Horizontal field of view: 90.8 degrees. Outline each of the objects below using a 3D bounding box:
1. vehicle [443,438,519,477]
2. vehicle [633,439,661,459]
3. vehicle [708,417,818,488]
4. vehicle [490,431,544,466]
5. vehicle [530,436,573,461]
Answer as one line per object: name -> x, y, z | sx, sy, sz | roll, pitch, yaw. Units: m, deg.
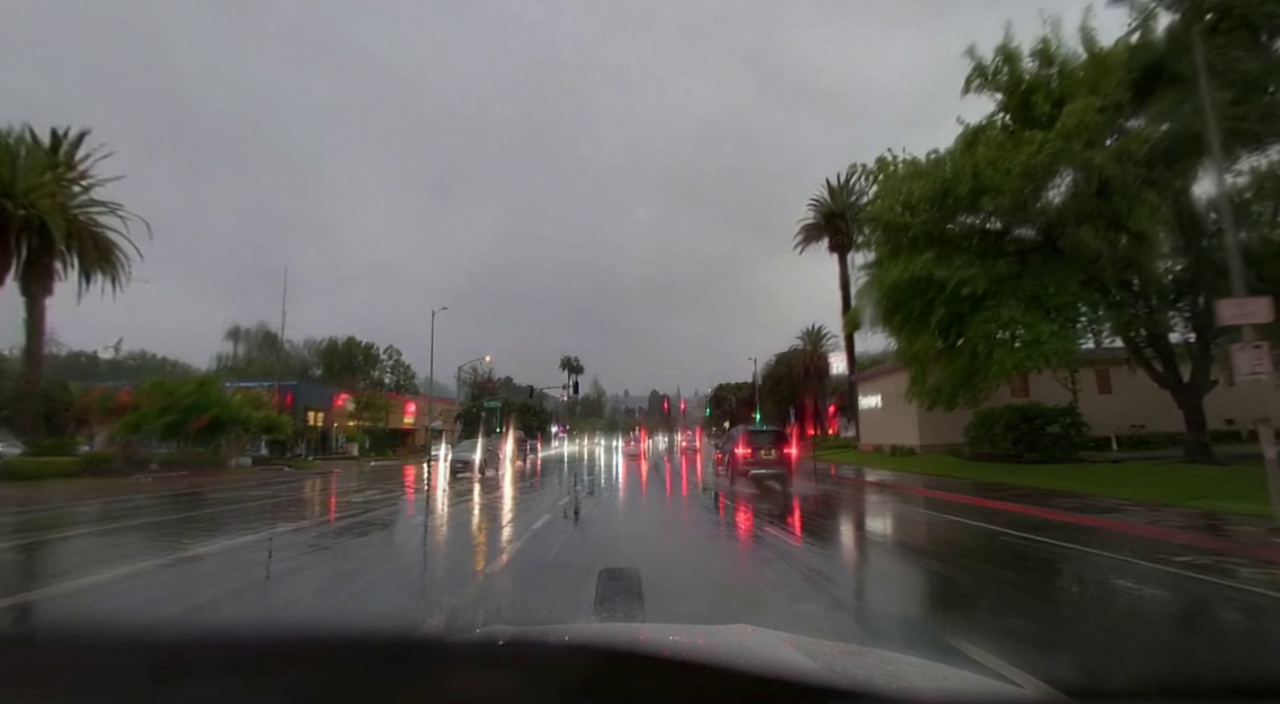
vehicle -> -6.662, 4.479, 27.136 | 1.935, 1.483, 4.973 | 0, -8, 1
vehicle -> 0.592, 7.575, 49.477 | 2.057, 1.492, 3.825 | -1, -8, 3
vehicle -> 3.682, 3.161, 20.040 | 2.267, 1.931, 5.145 | 0, -8, -2
vehicle -> -7.066, 5.608, 36.828 | 2.127, 1.888, 4.637 | -1, -8, 1
vehicle -> -6.365, 7.024, 46.062 | 2.088, 1.746, 4.650 | -1, -8, 5
